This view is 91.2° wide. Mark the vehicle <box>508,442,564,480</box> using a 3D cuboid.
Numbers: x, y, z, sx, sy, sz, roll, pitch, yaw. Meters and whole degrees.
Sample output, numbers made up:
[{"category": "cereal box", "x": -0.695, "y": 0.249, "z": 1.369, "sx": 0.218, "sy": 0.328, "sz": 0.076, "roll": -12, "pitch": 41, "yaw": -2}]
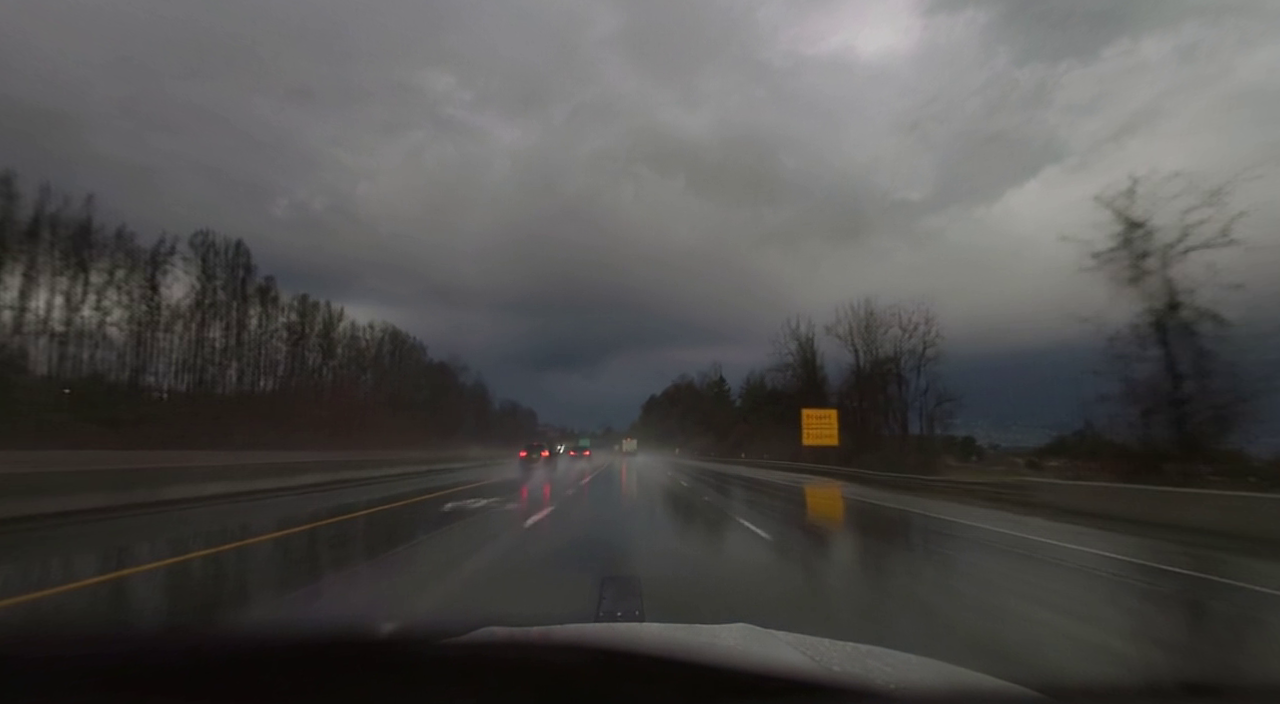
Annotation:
[{"category": "vehicle", "x": -5.103, "y": 5.409, "z": 31.378, "sx": 2.151, "sy": 1.693, "sz": 4.201, "roll": 0, "pitch": -9, "yaw": -1}]
